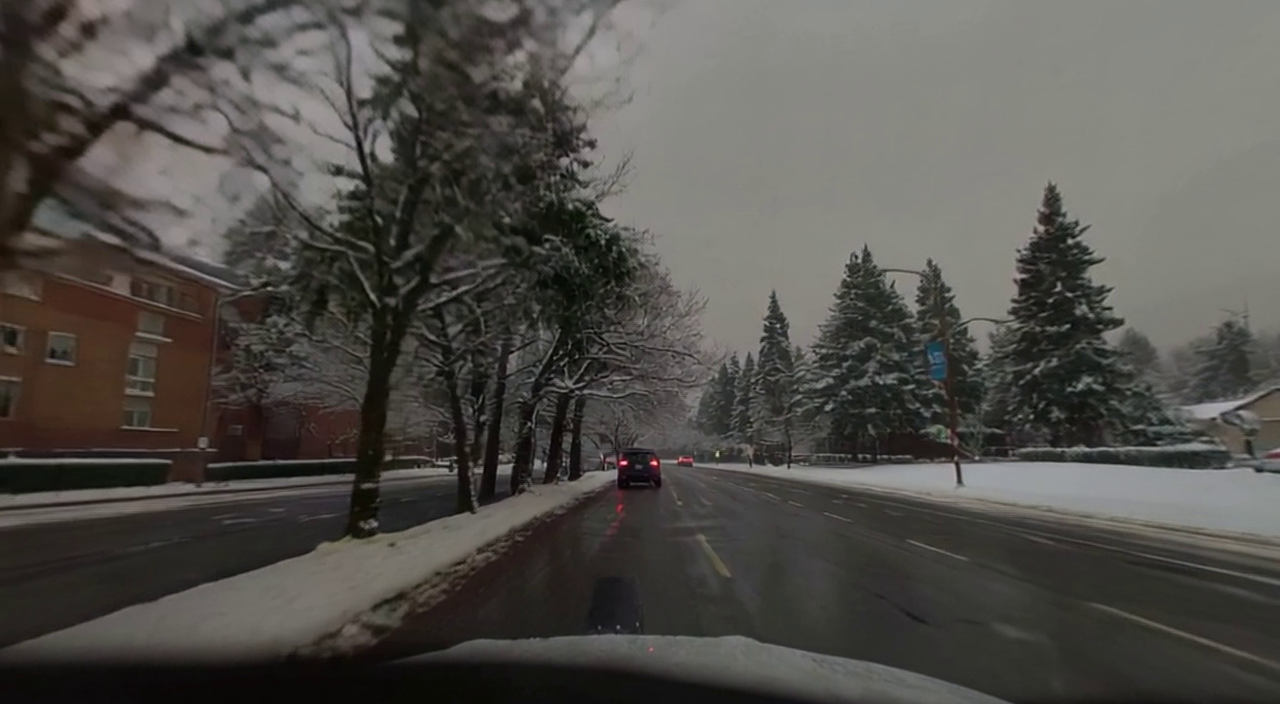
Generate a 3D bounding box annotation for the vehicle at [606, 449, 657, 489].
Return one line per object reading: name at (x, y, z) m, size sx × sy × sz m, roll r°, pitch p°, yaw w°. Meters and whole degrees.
vehicle at (-0.295, 5.107, 27.963) m, size 2.093 × 1.591 × 4.247 m, roll 0°, pitch -9°, yaw 1°
